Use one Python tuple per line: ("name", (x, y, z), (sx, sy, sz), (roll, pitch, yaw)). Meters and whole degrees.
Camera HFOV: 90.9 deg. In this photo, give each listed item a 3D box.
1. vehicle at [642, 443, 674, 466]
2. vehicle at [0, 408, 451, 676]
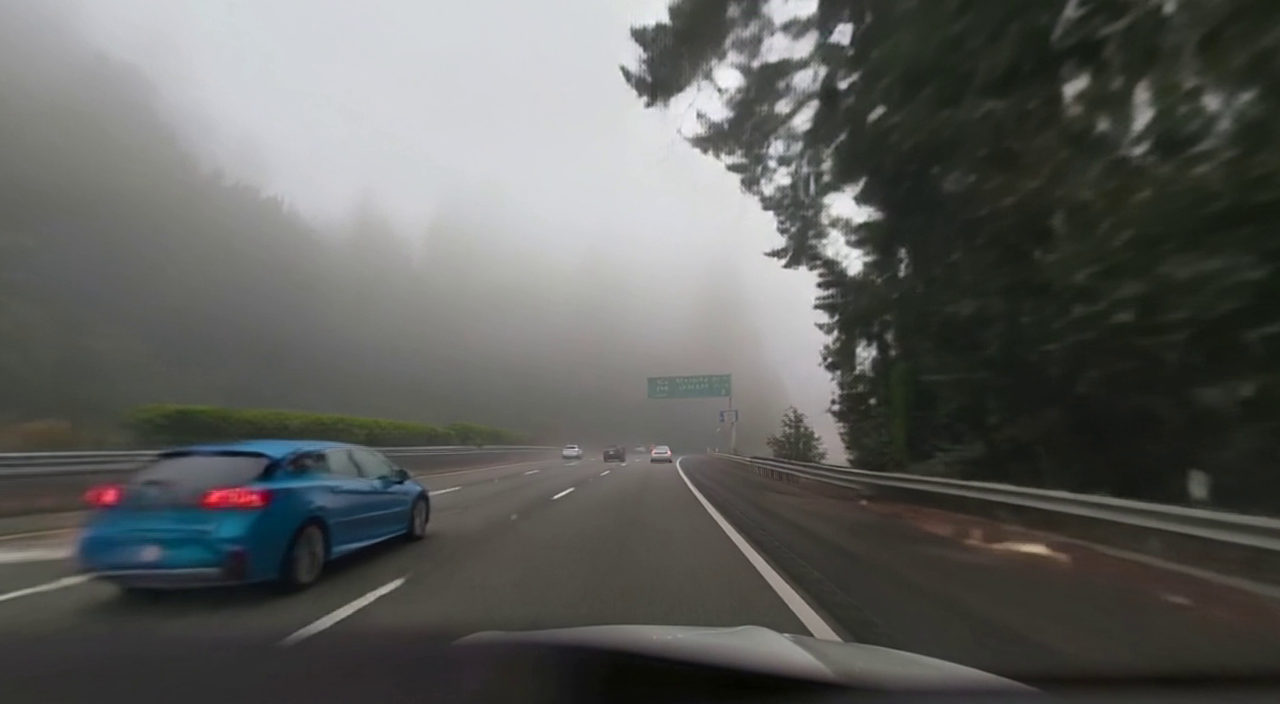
("vehicle", (1.285, 7.053, 43.542), (2.113, 1.464, 4.073), (0, -8, 3))
("vehicle", (-3.501, 1.421, 5.924), (2.024, 1.531, 4.431), (0, -8, 1))
